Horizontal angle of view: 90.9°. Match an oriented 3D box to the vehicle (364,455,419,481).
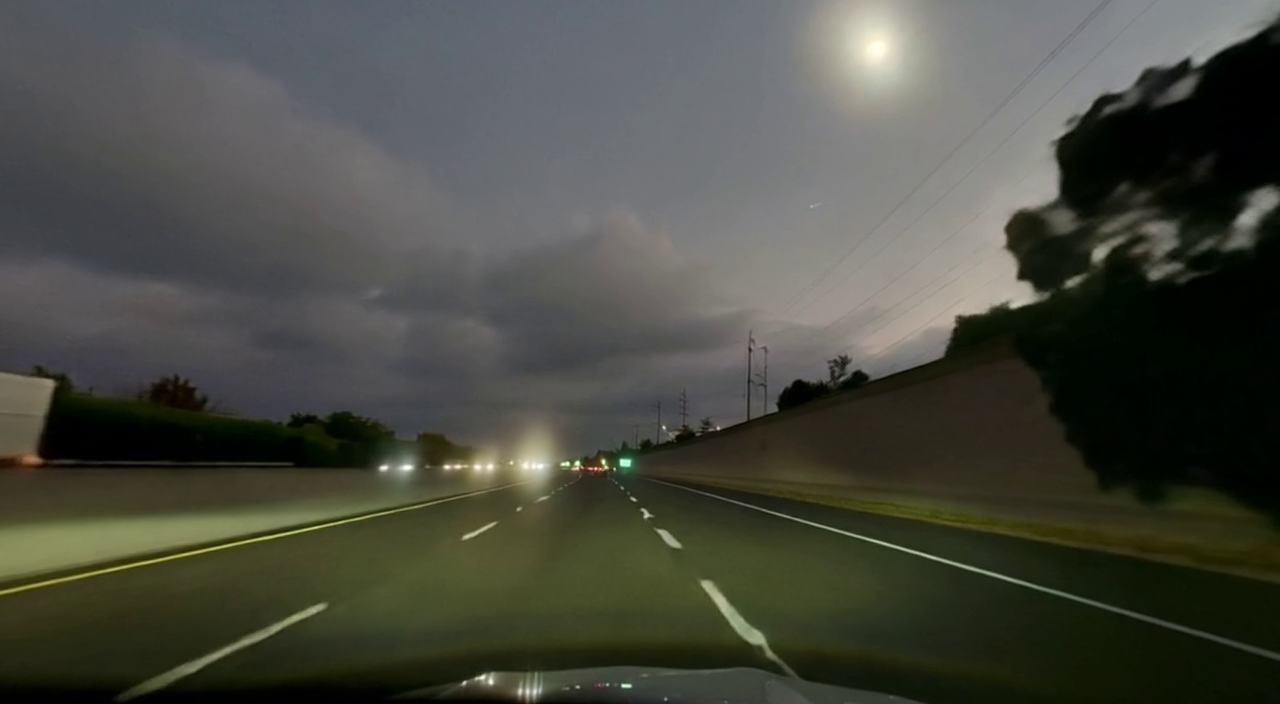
[{"bbox_3d":[-15.394,7.228,39.330,1.841,1.485,4.529,1,-10,-3],"label":"vehicle"}]
